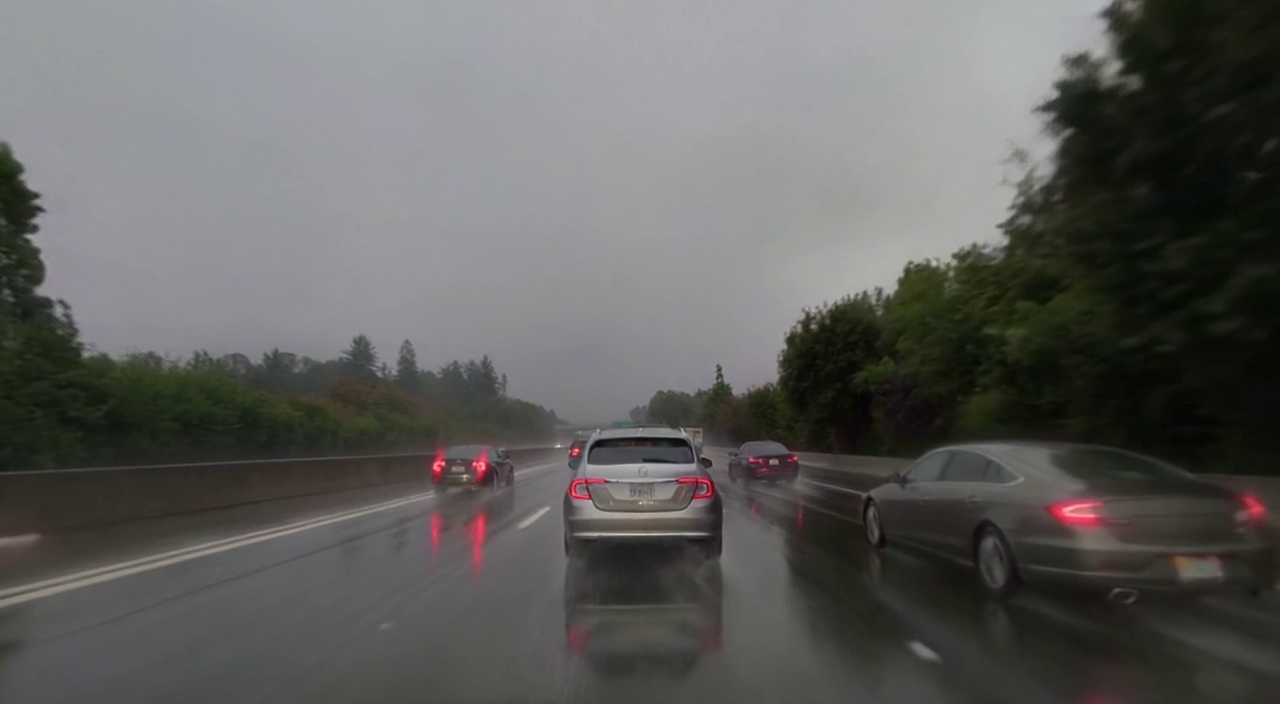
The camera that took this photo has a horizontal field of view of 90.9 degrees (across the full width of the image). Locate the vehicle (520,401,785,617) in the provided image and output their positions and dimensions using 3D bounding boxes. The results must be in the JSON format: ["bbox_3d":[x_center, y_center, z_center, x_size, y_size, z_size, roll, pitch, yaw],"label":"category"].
[{"bbox_3d":[0.053,1.537,6.977,2.093,1.695,3.782,0,-9,-2],"label":"vehicle"}]

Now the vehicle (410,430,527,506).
[{"bbox_3d":[-4.250,2.938,16.266,1.890,1.708,3.844,0,-9,0],"label":"vehicle"}]

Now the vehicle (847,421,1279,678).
[{"bbox_3d":[3.701,1.473,5.897,1.953,1.434,4.511,0,-9,-1],"label":"vehicle"}]
